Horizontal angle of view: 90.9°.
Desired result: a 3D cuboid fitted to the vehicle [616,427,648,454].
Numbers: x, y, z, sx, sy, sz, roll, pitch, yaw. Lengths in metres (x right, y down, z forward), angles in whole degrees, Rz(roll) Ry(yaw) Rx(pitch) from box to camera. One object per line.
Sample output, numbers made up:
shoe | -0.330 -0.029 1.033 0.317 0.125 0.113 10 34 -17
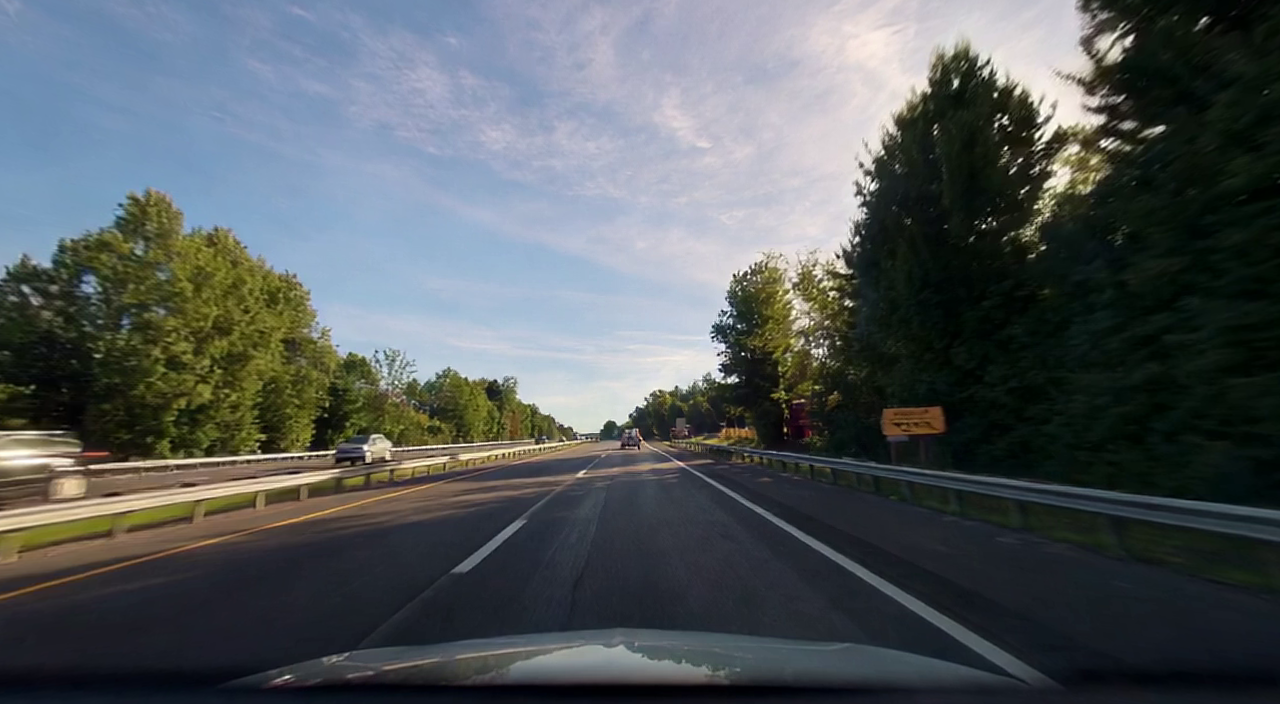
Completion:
vehicle | -0.598 6.596 46.917 2.295 1.861 4.564 0 -8 -1

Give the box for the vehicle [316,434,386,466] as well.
vehicle | -14.062 4.772 30.866 1.804 1.461 3.592 0 -8 -2
